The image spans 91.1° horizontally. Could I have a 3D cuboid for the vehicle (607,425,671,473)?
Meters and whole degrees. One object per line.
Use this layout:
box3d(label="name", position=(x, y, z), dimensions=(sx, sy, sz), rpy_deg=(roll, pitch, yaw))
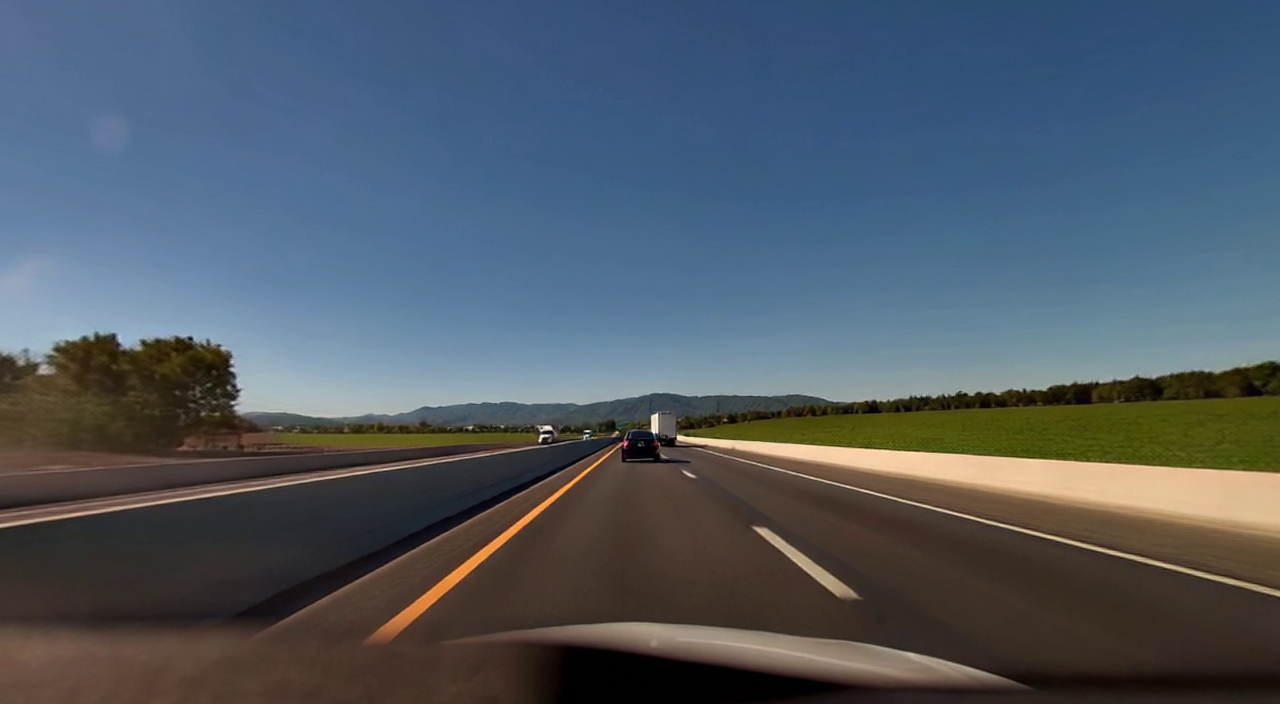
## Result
box3d(label="vehicle", position=(-0.073, 3.613, 23.632), dimensions=(2.216, 1.623, 4.220), rpy_deg=(0, -8, -1))
